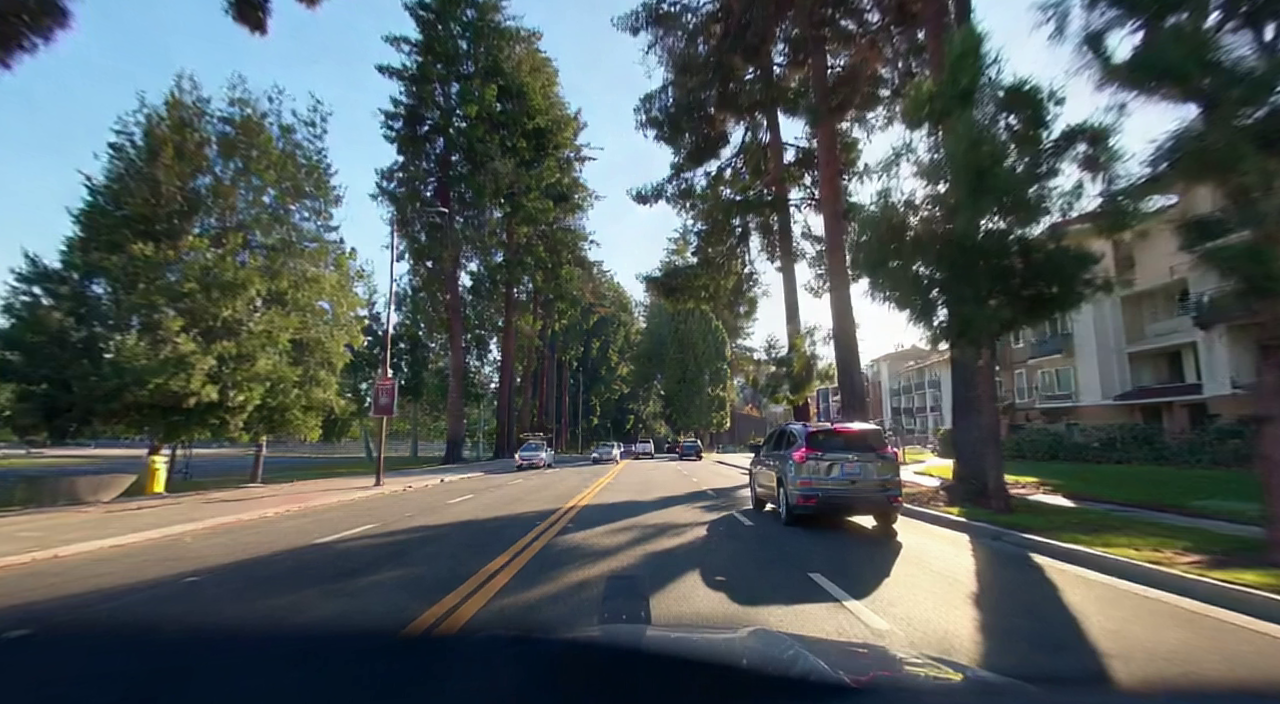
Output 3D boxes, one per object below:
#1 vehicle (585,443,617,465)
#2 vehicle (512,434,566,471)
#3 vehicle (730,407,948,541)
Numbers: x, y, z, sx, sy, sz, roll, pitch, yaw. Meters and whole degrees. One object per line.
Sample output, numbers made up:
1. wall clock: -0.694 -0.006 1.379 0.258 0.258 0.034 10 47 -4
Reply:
1. vehicle: -2.633 6.993 43.236 1.941 1.409 3.975 0 -8 0
2. vehicle: -5.929 5.962 37.455 2.200 2.041 5.550 0 -8 1
3. vehicle: 3.200 2.115 11.529 2.219 1.881 5.104 0 -8 -1
